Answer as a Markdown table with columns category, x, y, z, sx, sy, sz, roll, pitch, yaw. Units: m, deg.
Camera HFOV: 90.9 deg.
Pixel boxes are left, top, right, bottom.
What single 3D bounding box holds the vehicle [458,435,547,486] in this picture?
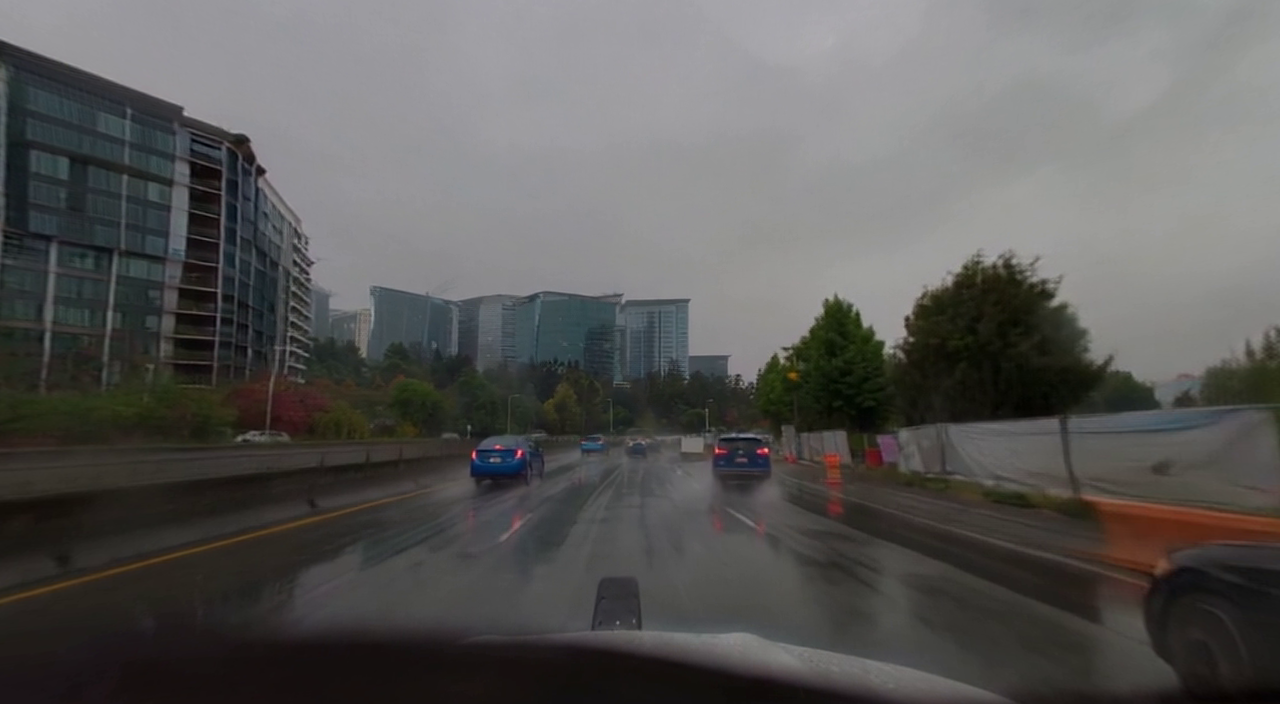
| category | x | y | z | sx | sy | sz | roll | pitch | yaw |
| --- | --- | --- | --- | --- | --- | --- | --- | --- | --- |
| vehicle | -4.202 | 3.353 | 19.895 | 1.848 | 1.406 | 4.013 | 0 | -8 | 1 |

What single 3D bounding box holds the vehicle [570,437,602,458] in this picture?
| category | x | y | z | sx | sy | sz | roll | pitch | yaw |
| --- | --- | --- | --- | --- | --- | --- | --- | --- | --- |
| vehicle | -4.046 | 7.212 | 47.701 | 1.888 | 1.486 | 4.310 | 0 | -8 | 1 |

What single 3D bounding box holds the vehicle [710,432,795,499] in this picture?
| category | x | y | z | sx | sy | sz | roll | pitch | yaw |
| --- | --- | --- | --- | --- | --- | --- | --- | --- | --- |
| vehicle | 2.805 | 2.865 | 16.387 | 1.913 | 1.499 | 3.581 | -1 | -8 | 7 |

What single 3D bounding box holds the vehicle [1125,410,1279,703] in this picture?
| category | x | y | z | sx | sy | sz | roll | pitch | yaw |
| --- | --- | --- | --- | --- | --- | --- | --- | --- | --- |
| vehicle | 3.721 | 0.847 | 1.662 | 1.784 | 1.471 | 3.935 | 0 | -8 | 1 |
